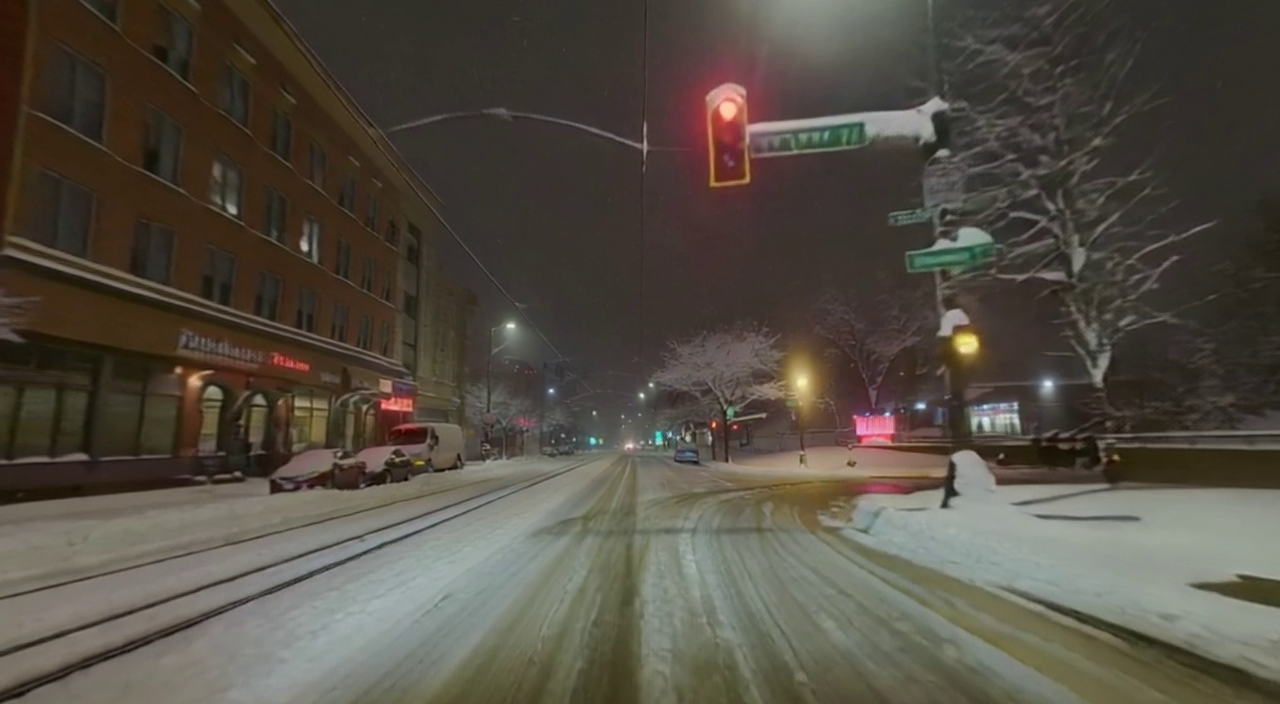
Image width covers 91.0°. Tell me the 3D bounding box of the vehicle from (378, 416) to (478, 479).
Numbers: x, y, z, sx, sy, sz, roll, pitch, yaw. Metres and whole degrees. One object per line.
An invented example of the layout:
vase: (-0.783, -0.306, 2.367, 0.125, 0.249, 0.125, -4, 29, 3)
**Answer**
vehicle: (-10.478, 4.825, 32.051, 2.378, 2.765, 7.920, 0, -8, -1)

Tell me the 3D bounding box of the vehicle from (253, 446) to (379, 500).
vehicle: (-10.025, 3.742, 19.894, 1.897, 1.464, 4.209, 0, -8, -3)

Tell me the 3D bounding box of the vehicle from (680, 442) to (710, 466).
vehicle: (3.707, 6.916, 43.001, 1.819, 1.546, 3.681, 0, -8, 1)
